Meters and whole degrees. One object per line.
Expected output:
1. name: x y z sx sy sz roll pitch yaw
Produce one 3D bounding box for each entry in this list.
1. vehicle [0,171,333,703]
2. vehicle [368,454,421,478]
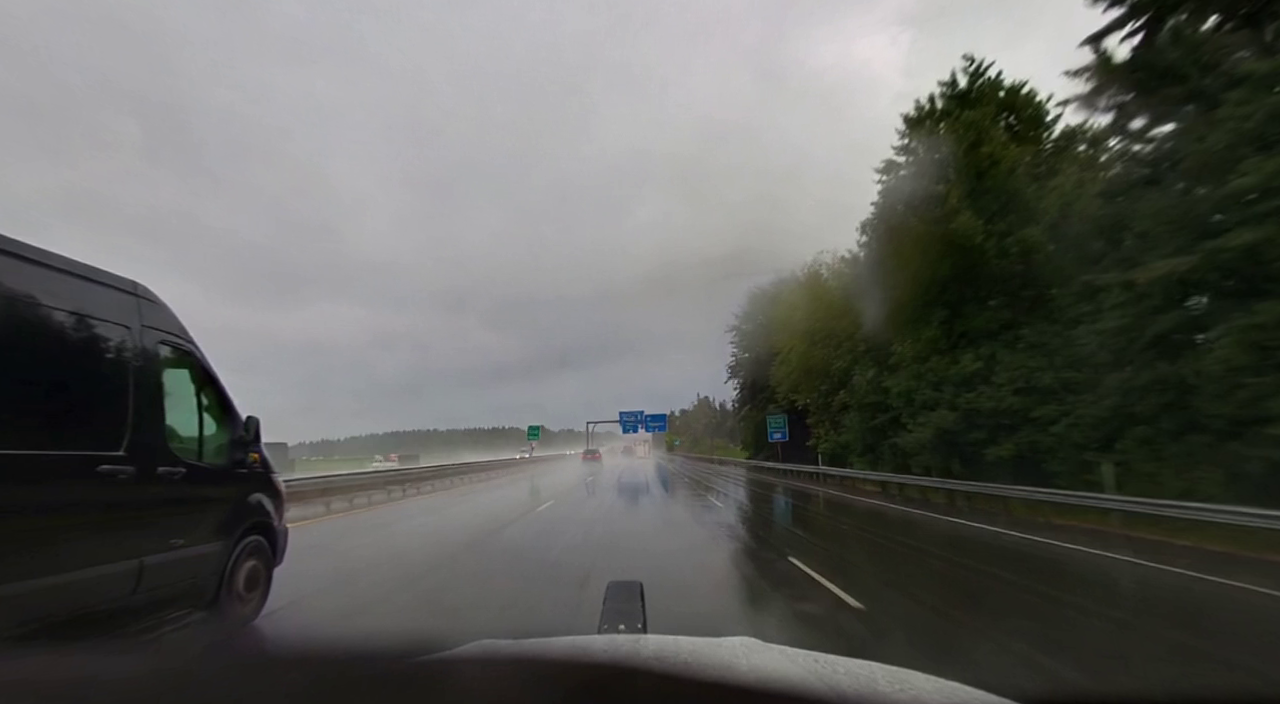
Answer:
1. vehicle: -4.177 0.418 2.552 2.320 2.636 7.021 0 -9 0
2. vehicle: -16.541 7.700 42.706 1.840 1.455 4.357 0 -9 0
